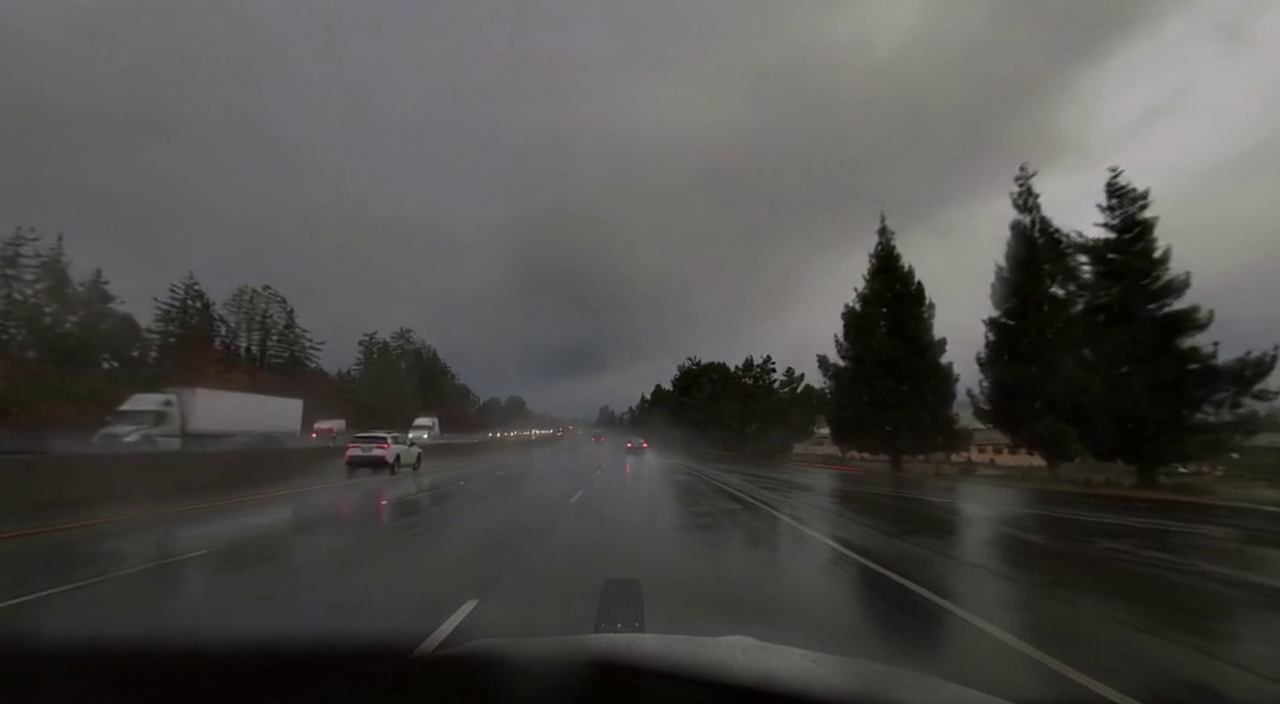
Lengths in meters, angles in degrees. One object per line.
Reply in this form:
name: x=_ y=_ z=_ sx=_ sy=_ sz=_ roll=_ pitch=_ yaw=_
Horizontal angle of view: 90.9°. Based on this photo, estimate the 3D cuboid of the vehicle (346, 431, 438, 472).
vehicle: x=-10.803 y=4.346 z=27.917 sx=2.197 sy=1.654 sz=4.823 roll=0 pitch=-8 yaw=-1

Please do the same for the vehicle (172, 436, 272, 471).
vehicle: x=-17.990 y=4.354 z=27.347 sx=1.831 sy=1.415 sz=3.645 roll=0 pitch=-8 yaw=0

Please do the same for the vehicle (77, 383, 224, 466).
vehicle: x=-25.324 y=3.851 z=33.104 sx=2.984 sy=3.948 sz=5.839 roll=0 pitch=-8 yaw=-2
